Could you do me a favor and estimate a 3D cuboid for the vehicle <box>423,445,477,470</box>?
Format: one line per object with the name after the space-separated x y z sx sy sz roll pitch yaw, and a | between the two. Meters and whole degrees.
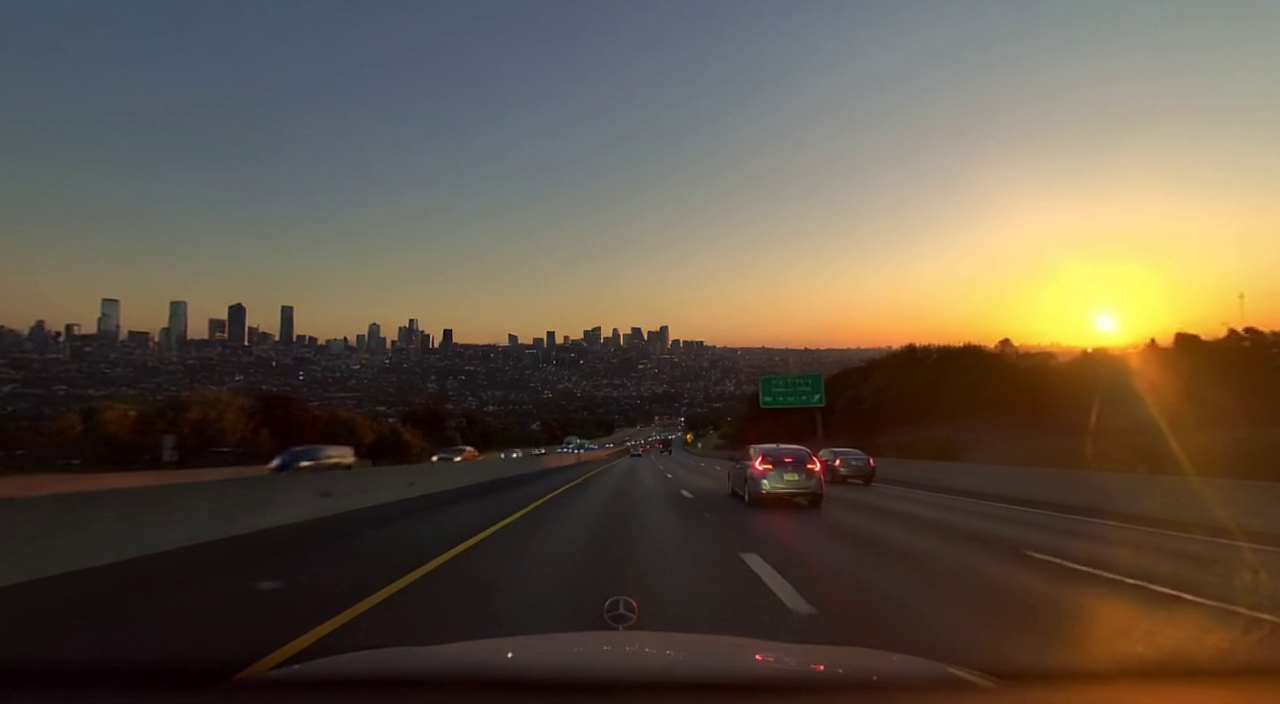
-13.267 7.374 44.433 2.161 1.666 4.887 0 -8 2 | vehicle

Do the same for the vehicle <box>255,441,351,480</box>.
-17.641 5.691 33.388 2.199 1.881 4.950 0 -8 2 | vehicle

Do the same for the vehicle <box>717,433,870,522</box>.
2.969 2.529 13.351 1.982 1.533 4.612 0 -8 -1 | vehicle
